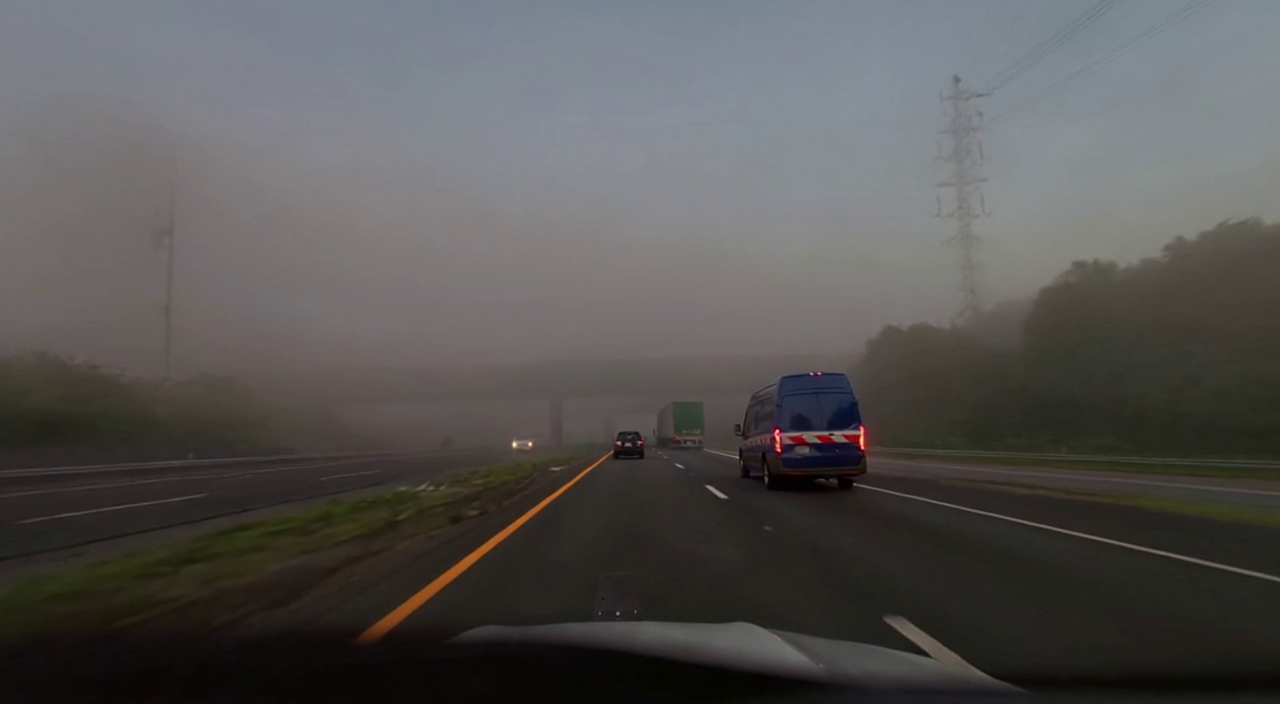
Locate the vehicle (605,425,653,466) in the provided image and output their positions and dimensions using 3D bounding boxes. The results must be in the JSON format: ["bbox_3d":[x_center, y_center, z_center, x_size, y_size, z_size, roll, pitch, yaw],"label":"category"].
[{"bbox_3d":[-0.519,4.350,29.543,2.073,1.750,4.116,0,-8,-1],"label":"vehicle"}]

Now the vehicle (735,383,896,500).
[{"bbox_3d":[4.193,2.290,16.309,2.387,2.506,5.374,0,-8,-3],"label":"vehicle"}]
